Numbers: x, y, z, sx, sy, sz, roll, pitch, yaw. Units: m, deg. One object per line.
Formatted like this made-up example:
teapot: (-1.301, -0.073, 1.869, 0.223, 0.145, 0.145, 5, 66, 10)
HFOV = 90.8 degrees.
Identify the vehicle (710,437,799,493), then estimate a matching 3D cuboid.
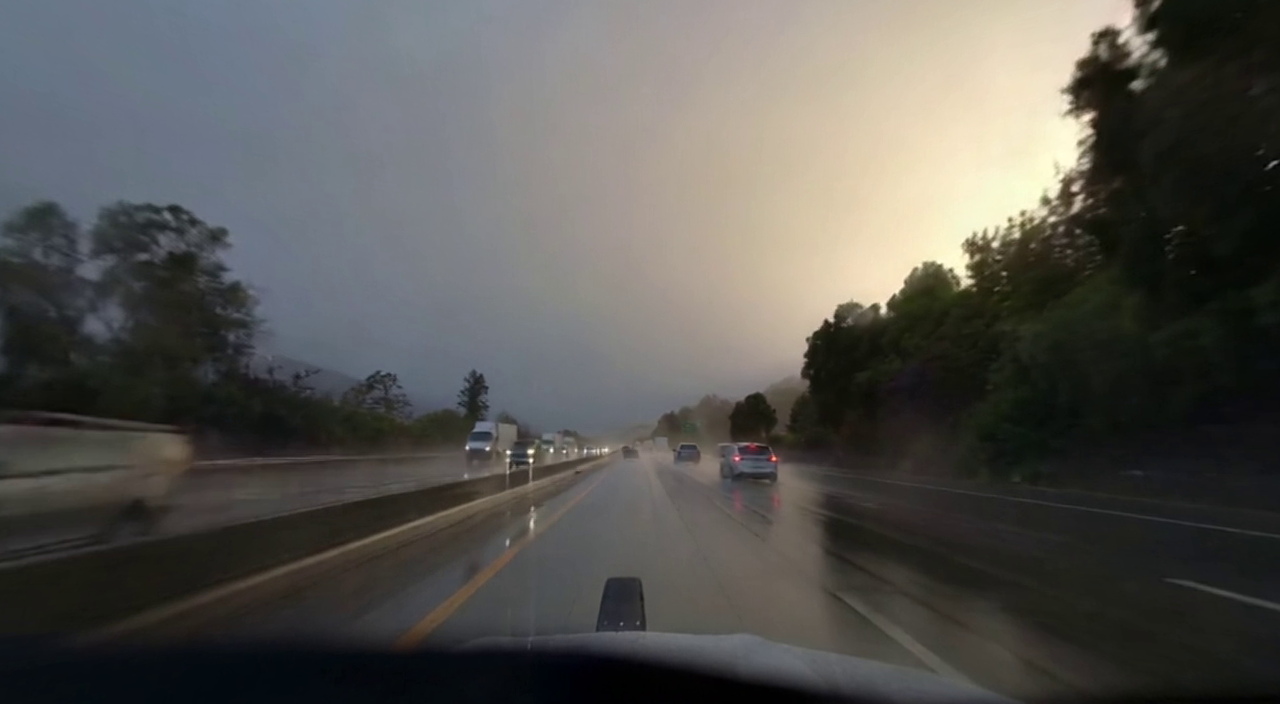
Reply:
vehicle: (3.564, 3.619, 20.505, 2.023, 1.603, 4.159, 0, -9, -1)

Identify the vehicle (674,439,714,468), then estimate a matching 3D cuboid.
vehicle: (3.460, 6.664, 41.391, 2.070, 1.751, 4.576, 0, -9, -2)

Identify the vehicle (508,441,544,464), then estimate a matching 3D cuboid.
vehicle: (-8.692, 7.734, 48.439, 1.988, 1.672, 4.426, 0, -9, 0)
